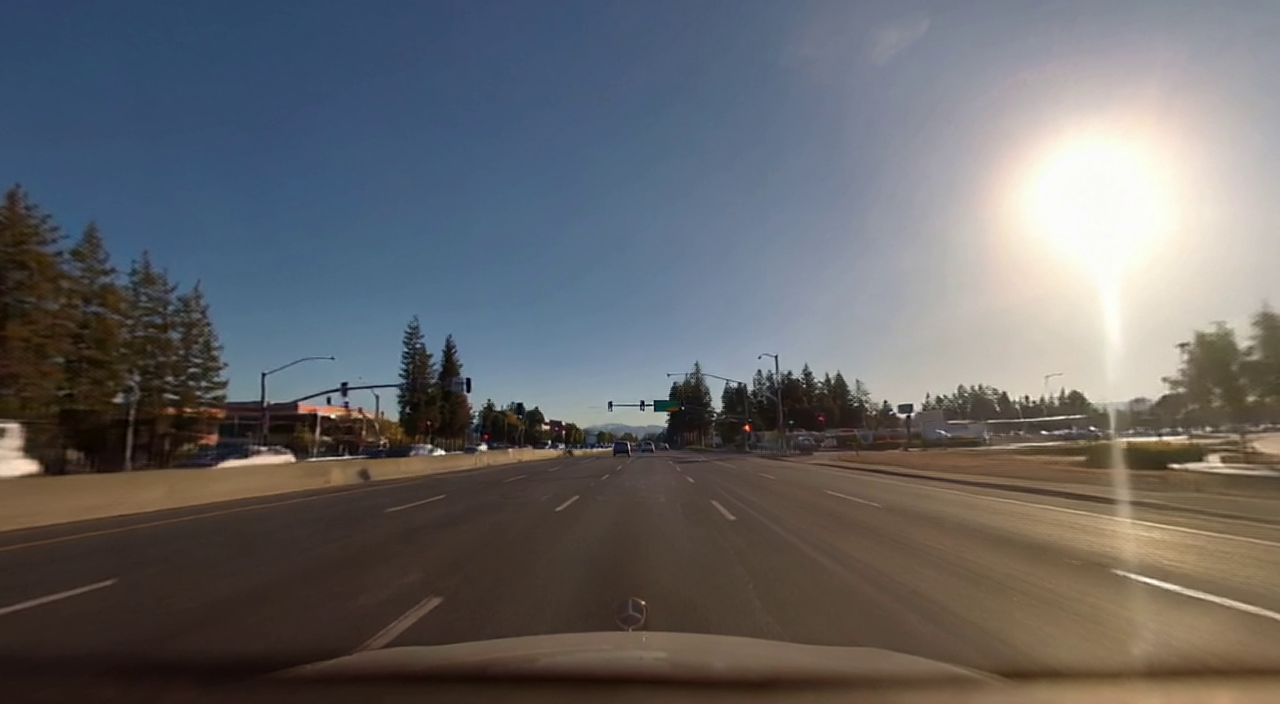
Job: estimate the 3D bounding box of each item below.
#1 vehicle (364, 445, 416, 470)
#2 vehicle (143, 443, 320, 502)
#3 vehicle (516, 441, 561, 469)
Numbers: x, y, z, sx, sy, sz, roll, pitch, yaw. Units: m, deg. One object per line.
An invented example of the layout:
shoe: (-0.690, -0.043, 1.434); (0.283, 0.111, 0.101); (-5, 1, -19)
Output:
vehicle: (-18.043, 7.620, 45.778); (1.926, 1.659, 4.426); (0, -8, 0)
vehicle: (-11.118, 3.269, 17.659); (1.937, 1.426, 4.529); (0, -8, 0)
vehicle: (-5.952, 6.066, 37.394); (1.843, 1.528, 4.121); (0, -8, 2)
